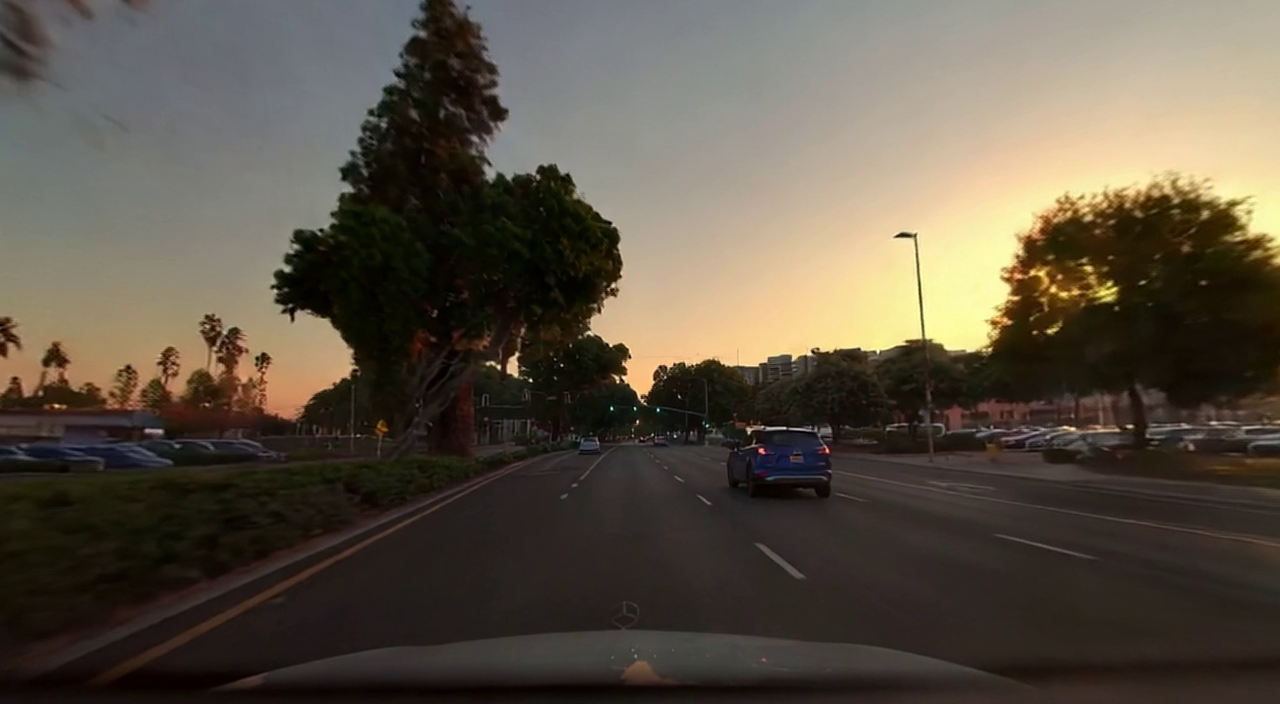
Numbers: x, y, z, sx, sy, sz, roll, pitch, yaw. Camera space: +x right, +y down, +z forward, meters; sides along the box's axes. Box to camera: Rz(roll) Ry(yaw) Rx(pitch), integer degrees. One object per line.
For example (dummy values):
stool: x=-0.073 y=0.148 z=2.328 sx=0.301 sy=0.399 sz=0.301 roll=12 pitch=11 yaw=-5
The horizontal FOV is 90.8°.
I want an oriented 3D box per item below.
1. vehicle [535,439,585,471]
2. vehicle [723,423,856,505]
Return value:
vehicle: x=-3.909 y=5.108 z=31.572 sx=2.019 sy=1.483 sz=4.409 roll=0 pitch=-8 yaw=-1
vehicle: x=3.385 y=2.630 z=15.230 sx=2.072 sy=1.696 sz=4.177 roll=0 pitch=-8 yaw=-1
